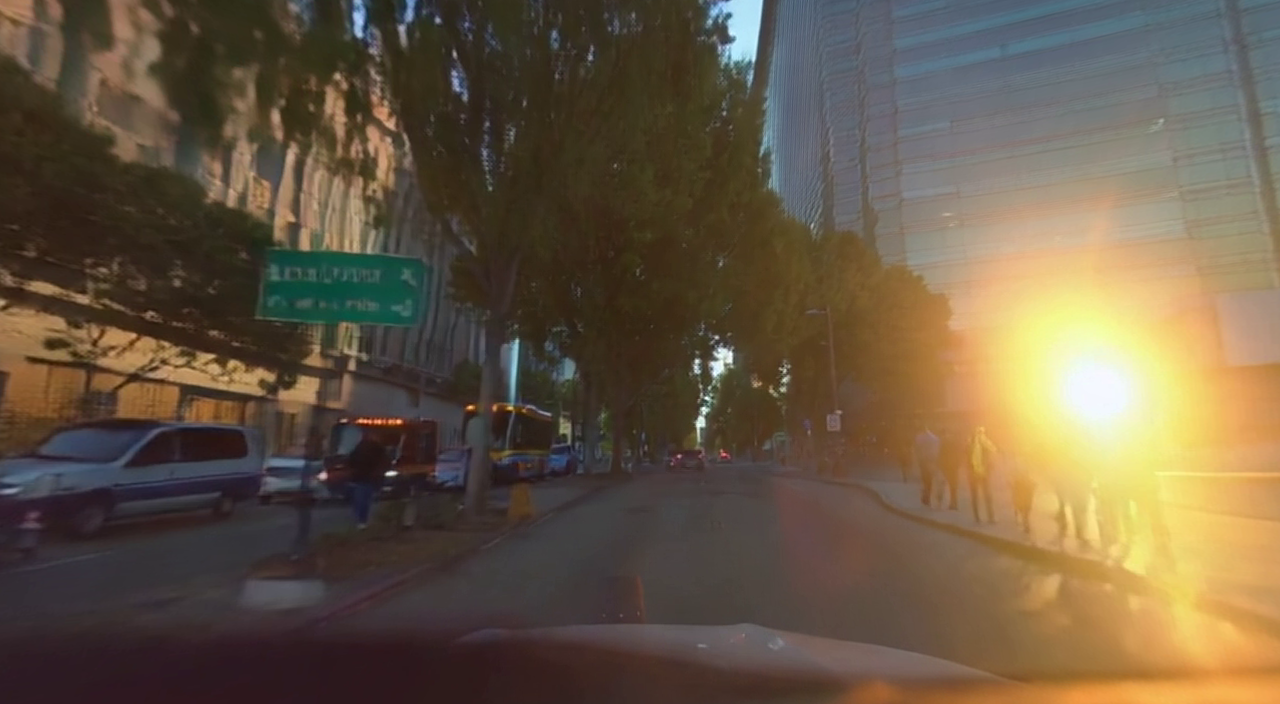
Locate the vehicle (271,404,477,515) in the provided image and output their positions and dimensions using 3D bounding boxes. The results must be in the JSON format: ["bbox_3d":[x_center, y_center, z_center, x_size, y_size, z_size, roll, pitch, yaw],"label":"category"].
[{"bbox_3d":[-5.092,2.167,12.987,1.988,1.855,4.599,-1,-9,4],"label":"vehicle"}]

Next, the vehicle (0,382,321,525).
[{"bbox_3d":[-7.924,1.962,10.871,2.109,1.819,4.615,2,-15,4],"label":"vehicle"}]

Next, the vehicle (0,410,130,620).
[{"bbox_3d":[-5.583,0.975,3.262,1.826,1.488,4.628,-1,-9,4],"label":"vehicle"}]

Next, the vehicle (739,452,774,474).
[{"bbox_3d":[8.507,8.116,46.376,1.888,1.536,4.381,-1,-9,2],"label":"vehicle"}]

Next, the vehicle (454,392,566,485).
[{"bbox_3d":[-4.133,2.971,21.368,2.268,2.708,5.699,-1,-9,4],"label":"vehicle"}]
